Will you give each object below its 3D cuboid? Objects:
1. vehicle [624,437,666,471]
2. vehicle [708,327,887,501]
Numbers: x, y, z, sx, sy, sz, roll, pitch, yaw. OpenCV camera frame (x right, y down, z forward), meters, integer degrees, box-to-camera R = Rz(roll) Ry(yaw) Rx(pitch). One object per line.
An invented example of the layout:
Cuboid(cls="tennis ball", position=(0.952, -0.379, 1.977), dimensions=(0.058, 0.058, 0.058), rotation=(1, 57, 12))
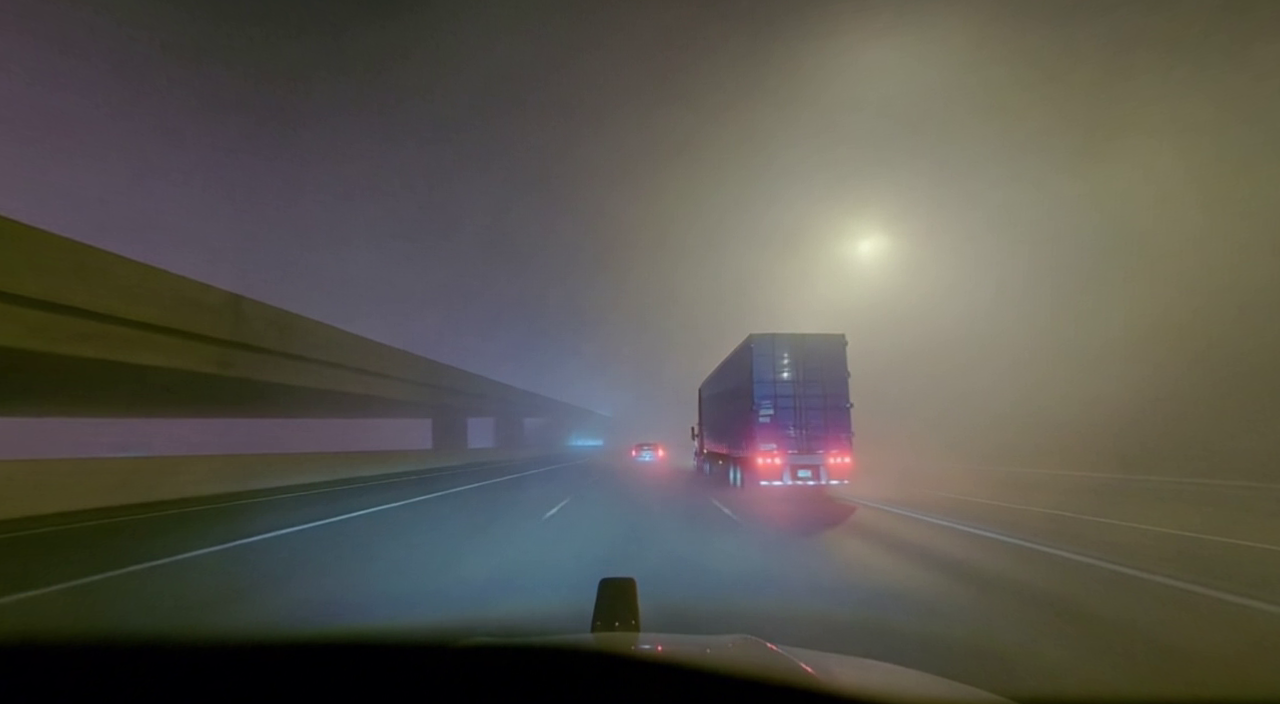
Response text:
Cuboid(cls="vehicle", position=(0.310, 5.407, 33.642), dimensions=(2.077, 1.716, 4.514), rotation=(0, -9, 1))
Cuboid(cls="vehicle", position=(4.196, 2.154, 19.796), dimensions=(2.964, 4.063, 10.072), rotation=(0, -9, 0))
